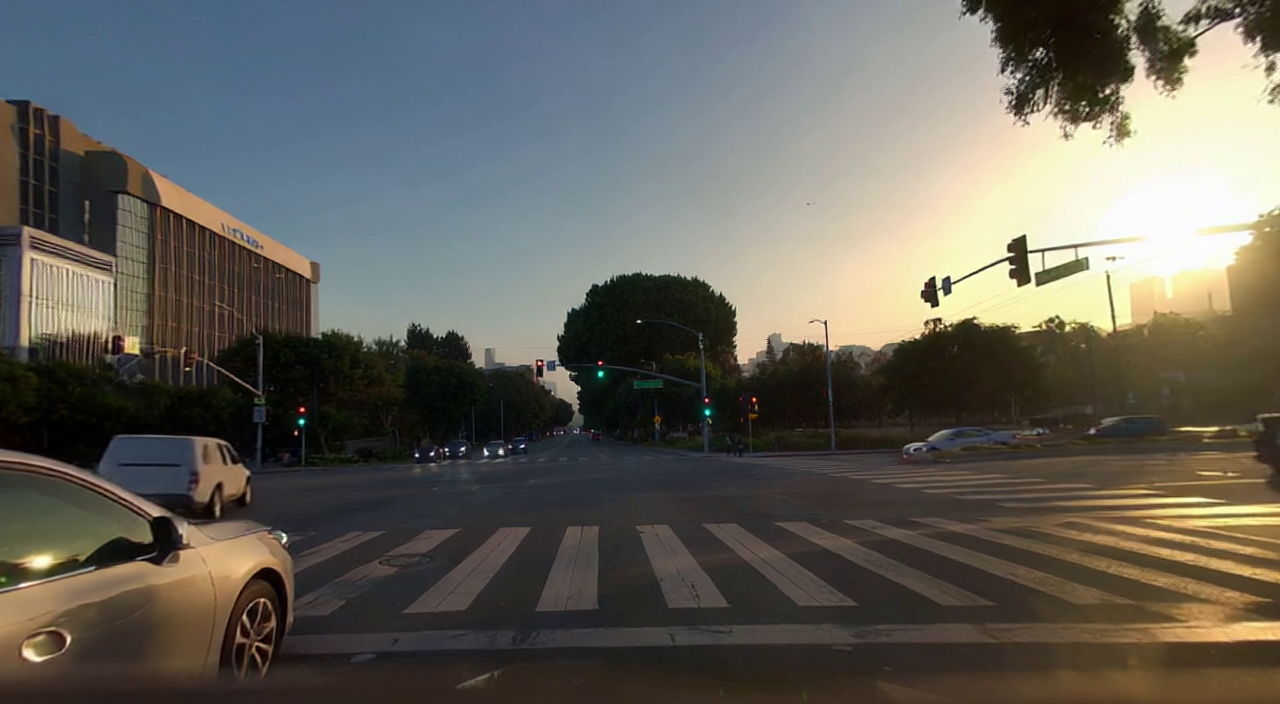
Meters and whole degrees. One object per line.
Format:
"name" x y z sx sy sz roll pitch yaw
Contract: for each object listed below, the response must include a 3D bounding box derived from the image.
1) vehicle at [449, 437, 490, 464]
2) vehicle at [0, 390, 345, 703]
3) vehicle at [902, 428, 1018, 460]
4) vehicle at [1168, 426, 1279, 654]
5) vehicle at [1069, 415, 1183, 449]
"vehicle" -12.798 7.409 47.622 2.051 1.715 4.346 -2 -6 -2
"vehicle" -3.063 0.886 2.156 1.919 1.478 4.720 0 -8 -1
"vehicle" 15.933 4.611 31.629 4.660 1.495 2.007 0 -8 -2
"vehicle" 4.938 0.988 2.562 1.949 1.449 4.530 -1 -8 5
"vehicle" 26.993 4.488 35.171 4.611 1.797 2.096 0 -8 -2
